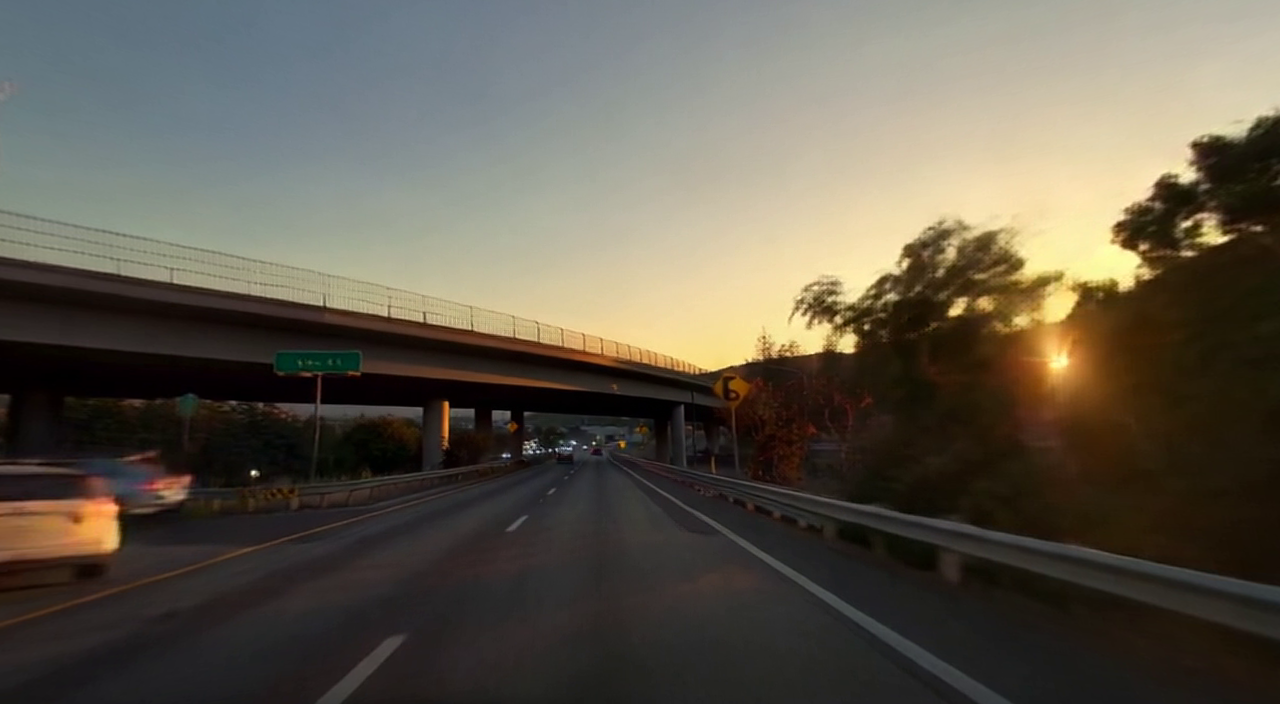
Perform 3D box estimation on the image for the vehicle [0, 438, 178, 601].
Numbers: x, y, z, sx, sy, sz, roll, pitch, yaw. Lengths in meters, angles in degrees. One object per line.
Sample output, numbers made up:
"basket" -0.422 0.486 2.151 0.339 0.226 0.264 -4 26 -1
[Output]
"vehicle" -6.899 1.814 7.526 2.006 1.486 3.950 6 -11 -36
